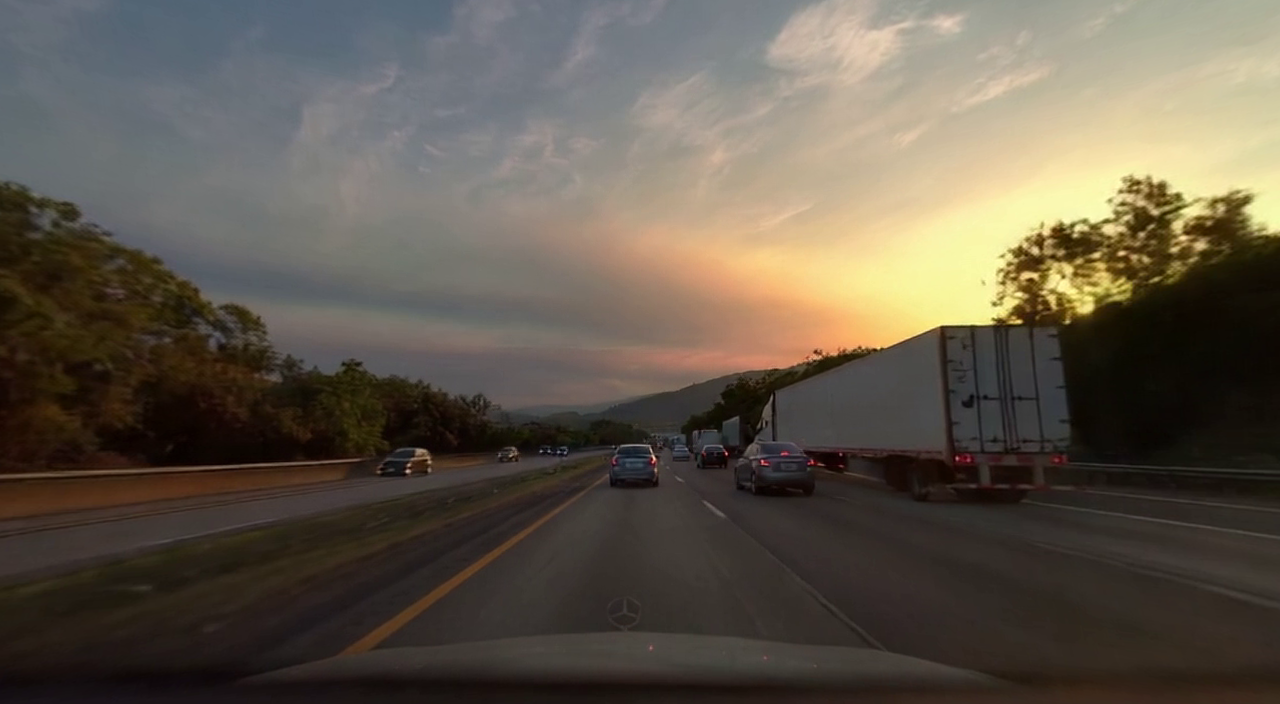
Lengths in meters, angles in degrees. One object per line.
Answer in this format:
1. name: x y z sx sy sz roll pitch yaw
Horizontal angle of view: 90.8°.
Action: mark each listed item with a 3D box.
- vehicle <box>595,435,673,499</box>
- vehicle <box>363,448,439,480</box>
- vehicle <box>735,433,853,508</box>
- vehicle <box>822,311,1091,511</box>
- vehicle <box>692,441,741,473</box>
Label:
1. vehicle: -0.136 3.242 18.121 2.023 1.618 3.628 0 -9 1
2. vehicle: -11.927 5.617 31.819 2.189 1.486 4.091 0 -9 1
3. vehicle: 3.645 2.884 15.696 1.920 1.594 3.867 0 -9 0
4. vehicle: 7.624 1.805 17.109 2.823 4.063 8.485 0 -9 0
5. vehicle: 4.181 5.845 35.226 2.150 1.632 4.260 0 -9 -1
